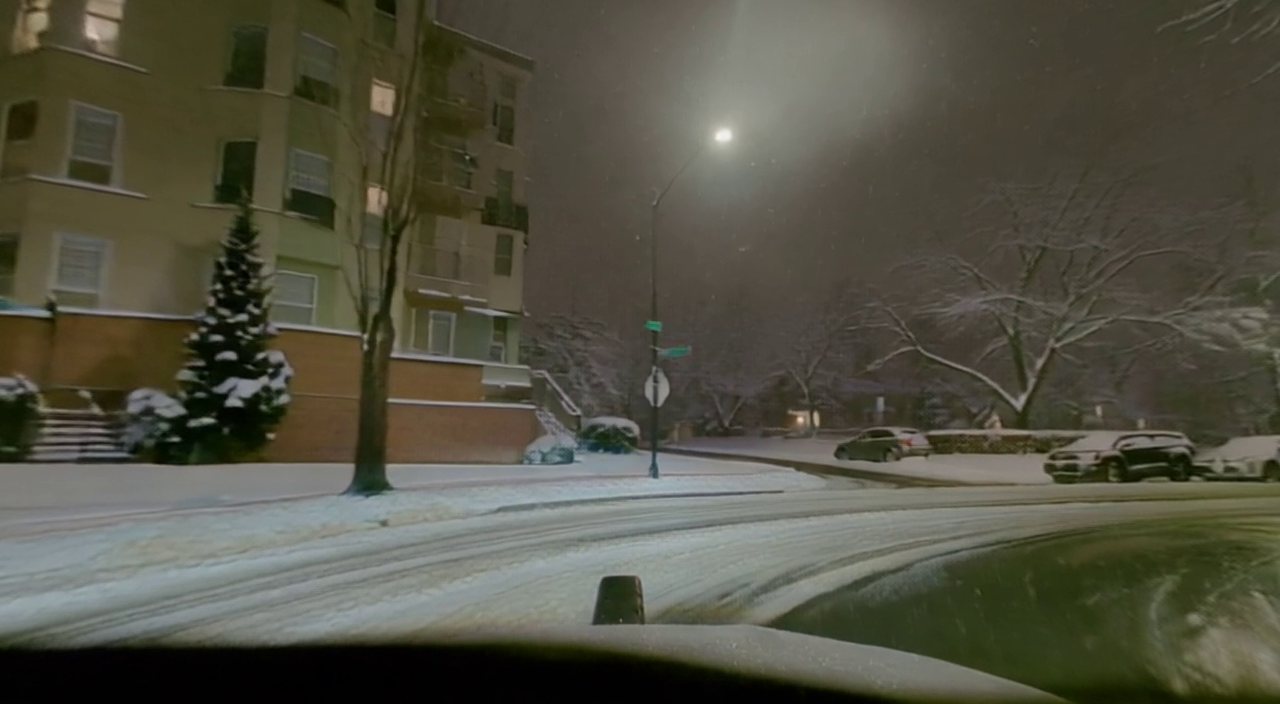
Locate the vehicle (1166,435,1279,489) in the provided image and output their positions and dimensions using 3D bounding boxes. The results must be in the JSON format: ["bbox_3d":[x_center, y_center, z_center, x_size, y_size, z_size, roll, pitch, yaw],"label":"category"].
[{"bbox_3d":[19.067,3.320,19.362,4.696,1.478,1.902,1,-9,-13],"label":"vehicle"}]

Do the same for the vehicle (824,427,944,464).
[{"bbox_3d":[10.200,3.904,26.422,4.714,1.458,1.812,4,-9,-24],"label":"vehicle"}]

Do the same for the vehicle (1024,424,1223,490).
[{"bbox_3d":[14.009,3.025,18.423,4.584,1.744,1.946,2,-9,-12],"label":"vehicle"}]
